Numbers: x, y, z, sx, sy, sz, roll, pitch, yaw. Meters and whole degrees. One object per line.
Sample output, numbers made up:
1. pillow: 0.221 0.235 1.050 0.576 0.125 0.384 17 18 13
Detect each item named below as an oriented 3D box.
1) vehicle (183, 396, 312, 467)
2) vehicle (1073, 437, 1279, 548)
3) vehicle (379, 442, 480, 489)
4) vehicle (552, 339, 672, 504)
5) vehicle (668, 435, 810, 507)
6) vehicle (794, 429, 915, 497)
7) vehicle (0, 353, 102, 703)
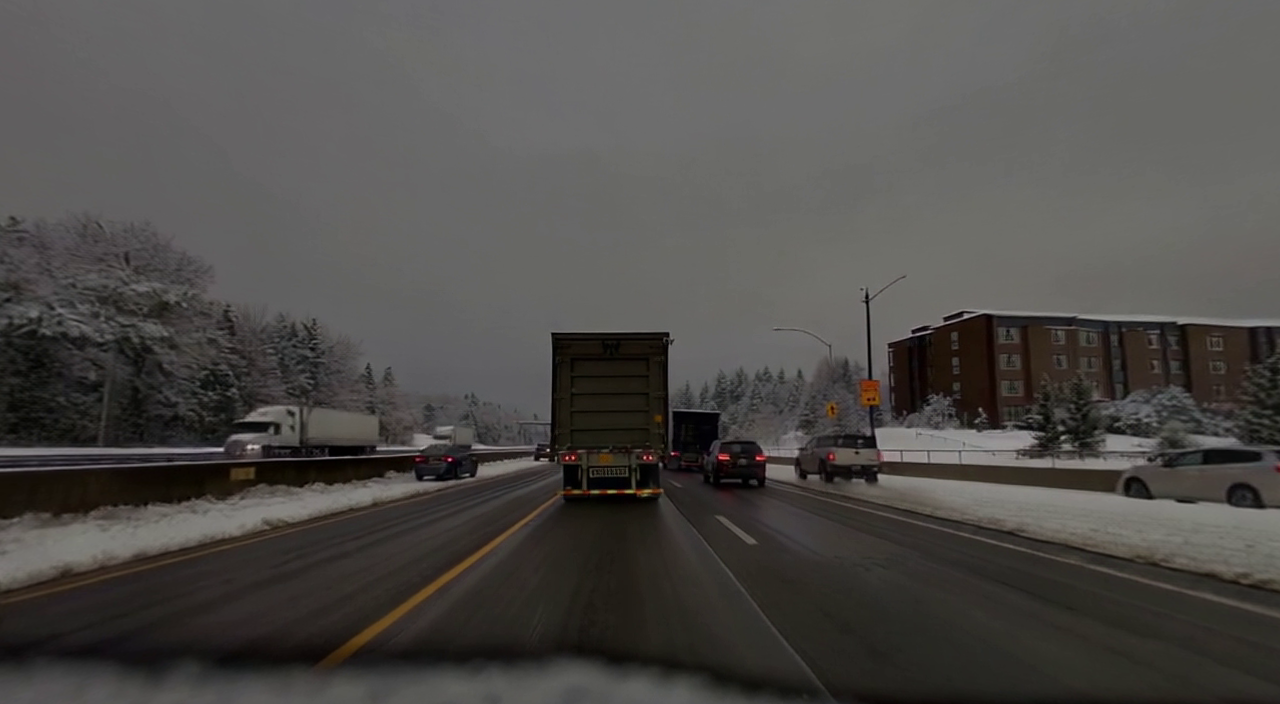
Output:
1. vehicle: -25.728 5.376 42.108 3.146 4.246 8.205 0 -9 0
2. vehicle: 9.565 2.085 9.802 2.002 1.472 4.950 0 -9 -3
3. vehicle: -7.231 3.936 22.290 1.973 1.471 4.779 0 -9 0
4. vehicle: -0.735 2.482 20.946 2.906 4.040 10.743 0 -9 -1
5. vehicle: 3.021 4.360 24.586 2.869 1.940 14.755 0 -9 -1
6. vehicle: 6.682 3.515 20.324 2.070 1.888 4.546 0 -9 -2
7. vehicle: -3.338 0.579 0.641 1.946 1.641 4.105 0 -9 -1
